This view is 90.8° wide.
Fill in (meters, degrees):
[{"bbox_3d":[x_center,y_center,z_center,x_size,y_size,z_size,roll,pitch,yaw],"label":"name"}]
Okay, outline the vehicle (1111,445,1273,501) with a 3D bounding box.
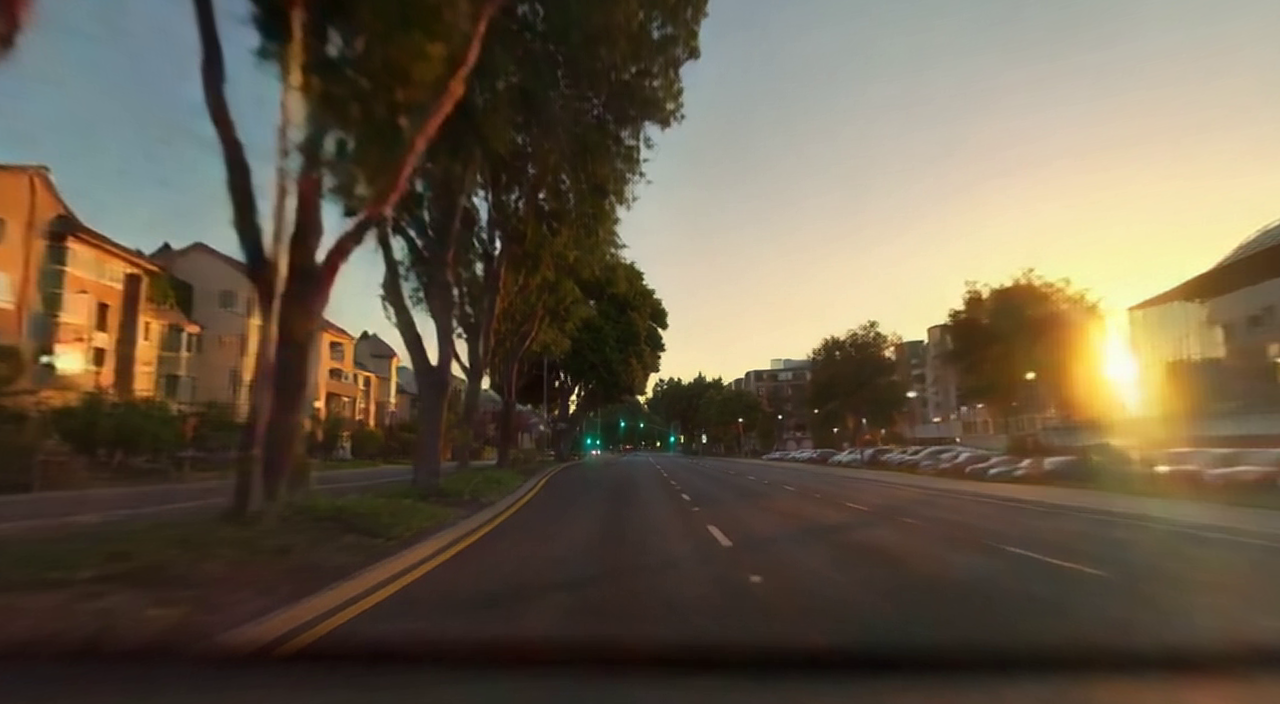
[{"bbox_3d":[16.439,3.525,18.818,4.244,1.461,2.105,4,-10,-28],"label":"vehicle"}]
